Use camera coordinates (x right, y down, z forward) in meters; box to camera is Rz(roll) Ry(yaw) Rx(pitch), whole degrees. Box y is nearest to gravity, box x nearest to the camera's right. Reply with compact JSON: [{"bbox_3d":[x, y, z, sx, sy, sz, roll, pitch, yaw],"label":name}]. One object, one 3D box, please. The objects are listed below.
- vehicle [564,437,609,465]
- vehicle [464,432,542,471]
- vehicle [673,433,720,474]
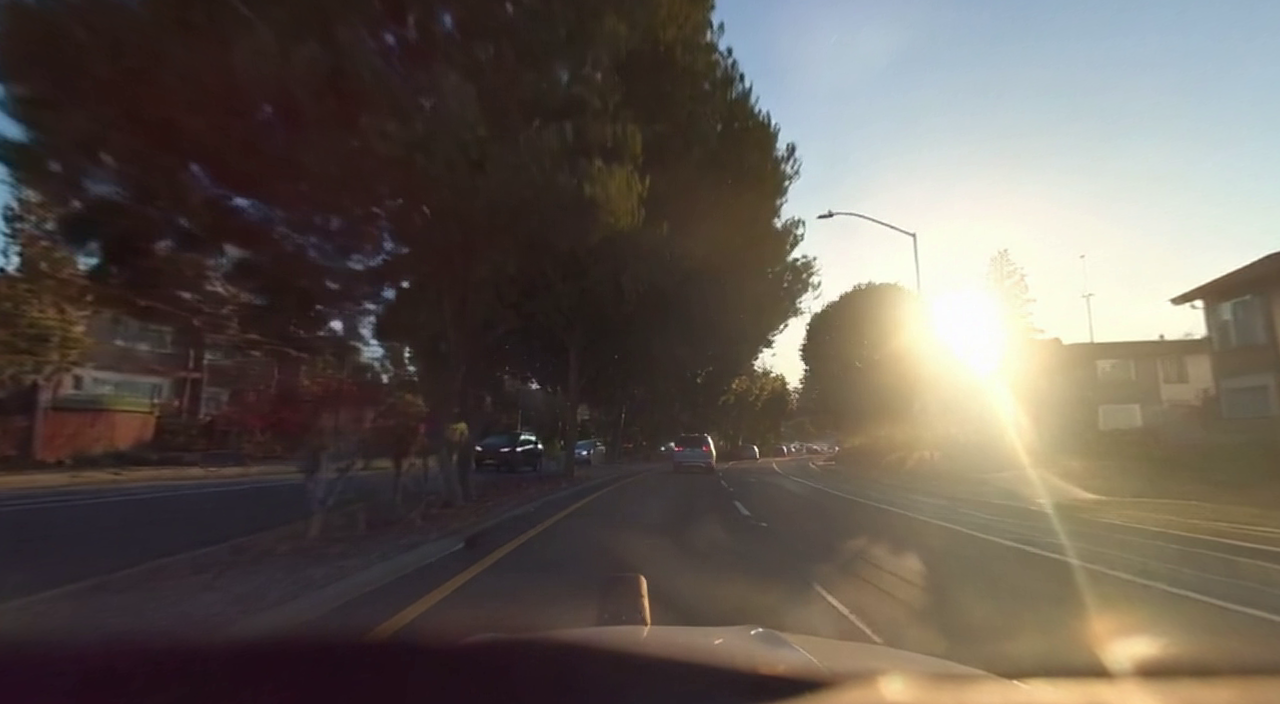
[{"bbox_3d":[-3.729,6.955,44.290,1.975,1.853,4.600,-2,-9,11],"label":"vehicle"},{"bbox_3d":[-6.844,5.068,32.056,2.331,1.838,4.865,-2,-9,8],"label":"vehicle"},{"bbox_3d":[3.136,5.473,33.967,2.072,2.002,4.391,-2,-9,10],"label":"vehicle"}]
